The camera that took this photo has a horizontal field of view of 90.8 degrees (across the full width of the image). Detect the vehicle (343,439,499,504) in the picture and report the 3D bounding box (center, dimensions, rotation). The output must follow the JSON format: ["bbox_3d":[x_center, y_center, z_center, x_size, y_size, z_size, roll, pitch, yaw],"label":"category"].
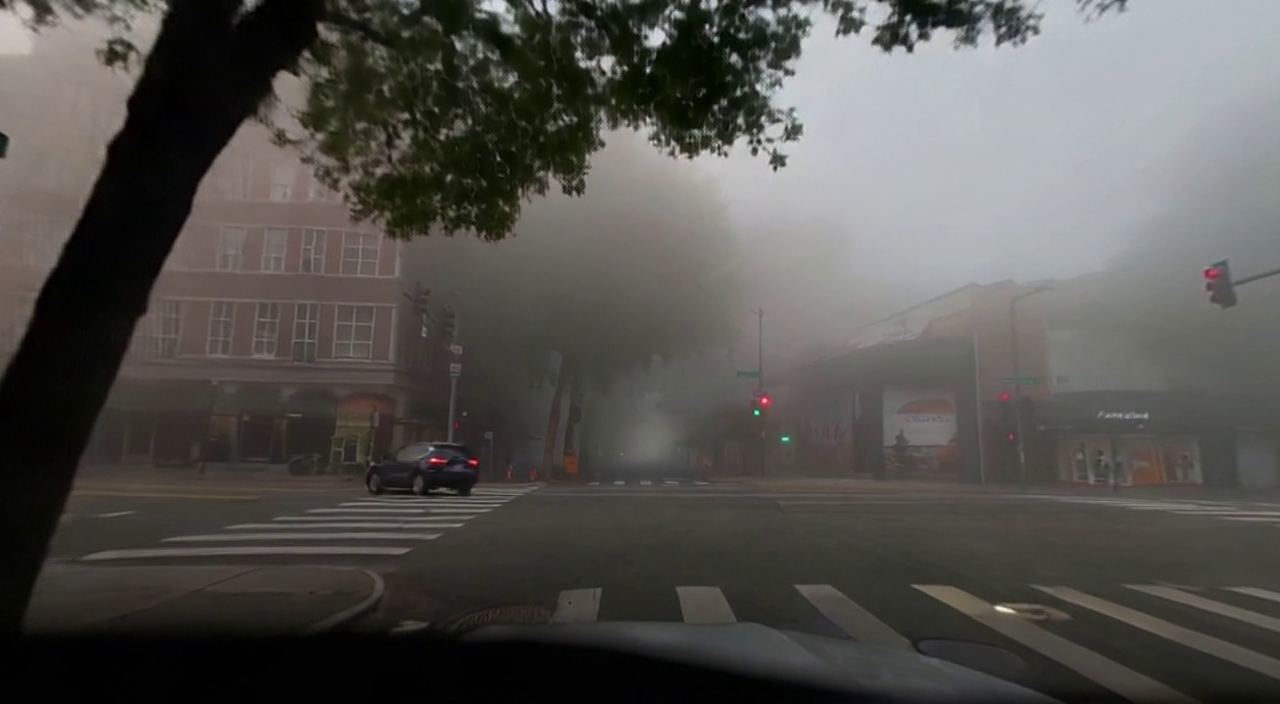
[{"bbox_3d":[-5.957,3.099,16.935,4.459,1.482,2.106,-8,-12,44],"label":"vehicle"}]
